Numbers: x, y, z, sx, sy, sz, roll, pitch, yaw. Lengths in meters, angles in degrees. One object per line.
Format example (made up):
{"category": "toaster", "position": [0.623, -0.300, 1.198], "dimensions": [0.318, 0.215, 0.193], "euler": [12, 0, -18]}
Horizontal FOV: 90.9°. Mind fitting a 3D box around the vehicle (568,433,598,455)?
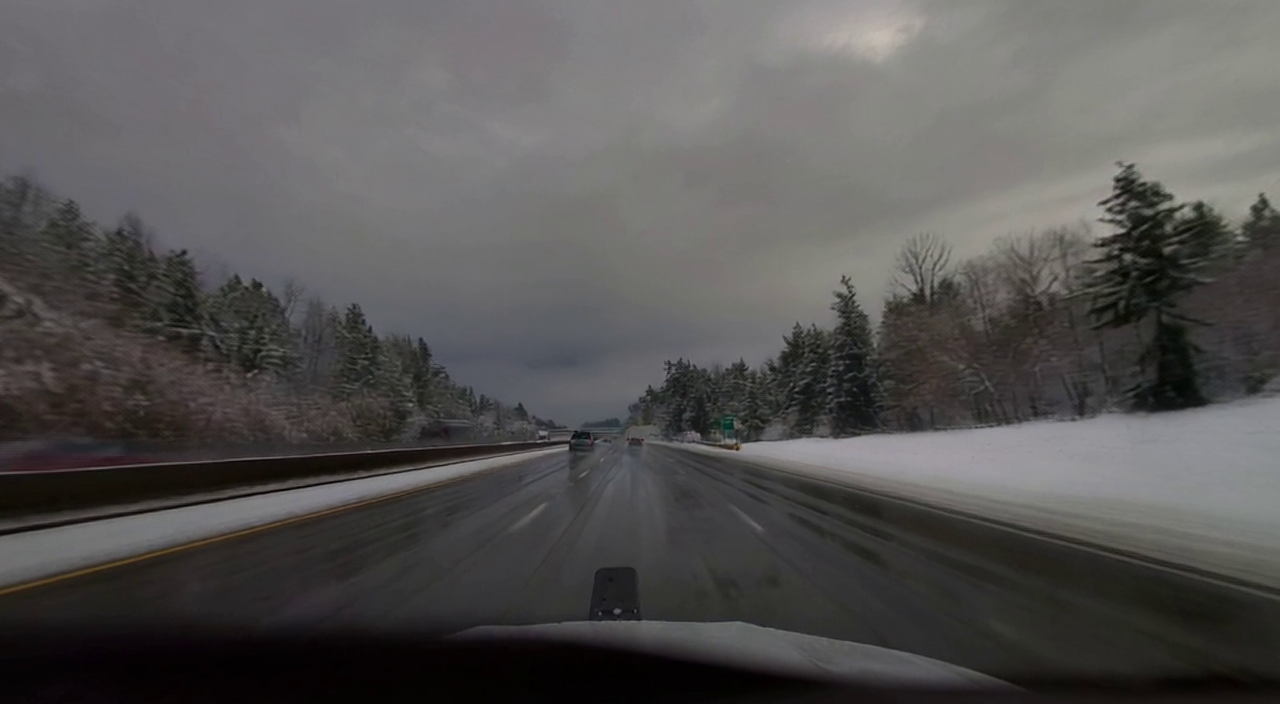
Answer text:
{"category": "vehicle", "position": [-4.506, 7.286, 49.990], "dimensions": [2.003, 1.626, 4.256], "euler": [0, -8, 0]}
